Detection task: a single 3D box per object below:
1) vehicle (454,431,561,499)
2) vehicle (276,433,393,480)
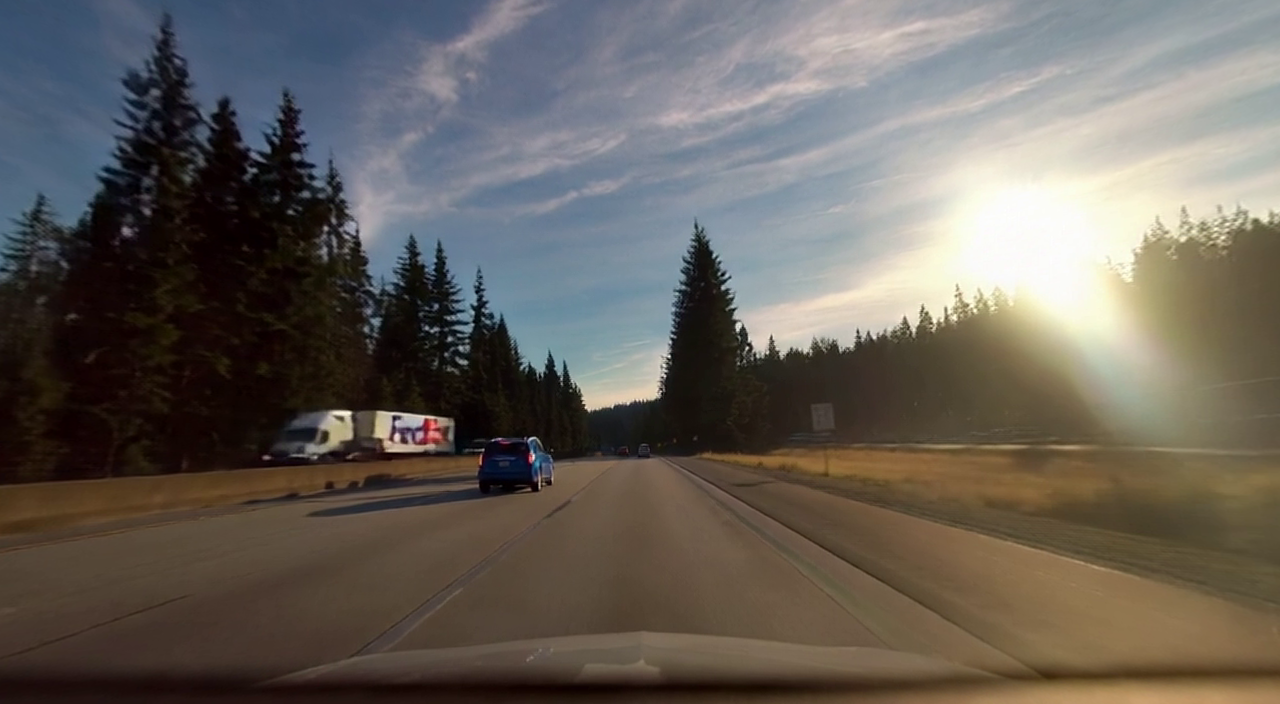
[{"bbox_3d":[-3.713,3.261,18.567,2.084,1.752,4.479,0,-8,2],"label":"vehicle"},{"bbox_3d":[-13.990,4.809,29.292,2.398,1.925,5.914,0,-8,1],"label":"vehicle"}]
